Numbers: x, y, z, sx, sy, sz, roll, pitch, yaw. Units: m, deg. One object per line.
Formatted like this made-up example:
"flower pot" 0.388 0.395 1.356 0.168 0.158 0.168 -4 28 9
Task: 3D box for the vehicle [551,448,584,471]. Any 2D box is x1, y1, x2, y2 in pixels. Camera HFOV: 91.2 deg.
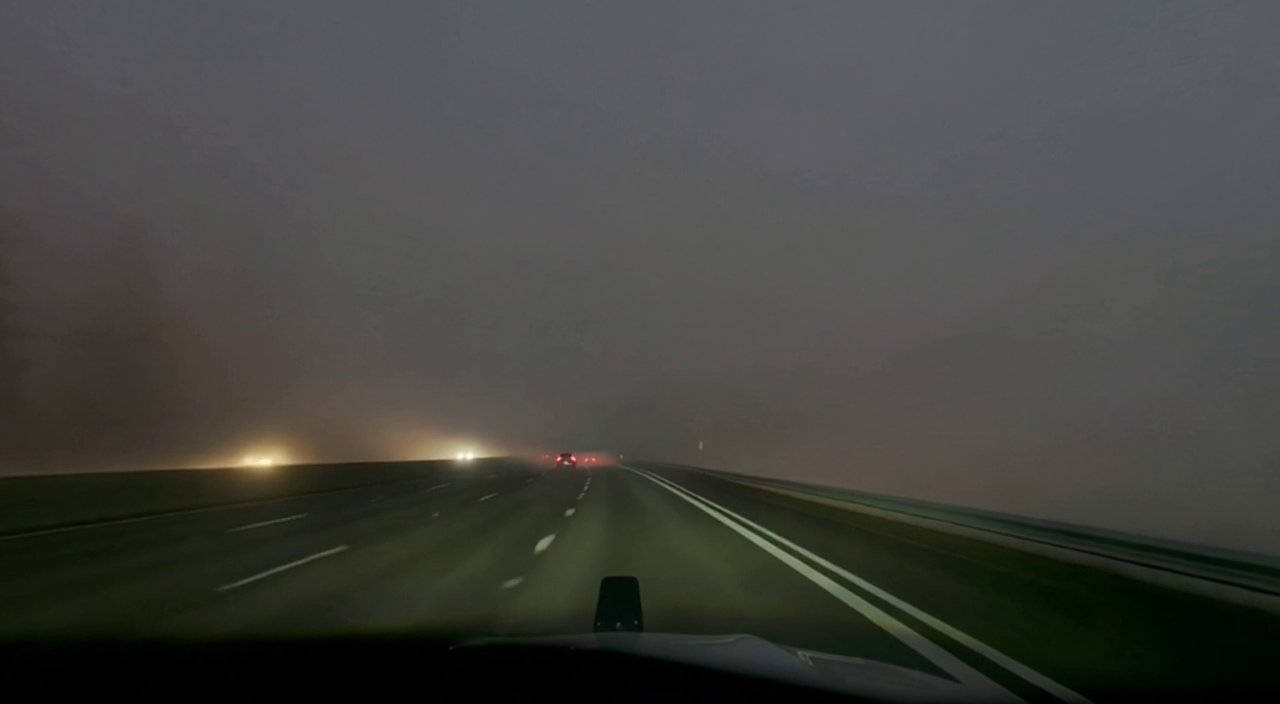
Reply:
"vehicle" -5.374 8.028 46.846 2.248 1.619 3.848 0 -9 -4

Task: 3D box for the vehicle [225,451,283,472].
"vehicle" -28.572 8.115 46.517 1.809 1.432 4.193 0 -9 -3
